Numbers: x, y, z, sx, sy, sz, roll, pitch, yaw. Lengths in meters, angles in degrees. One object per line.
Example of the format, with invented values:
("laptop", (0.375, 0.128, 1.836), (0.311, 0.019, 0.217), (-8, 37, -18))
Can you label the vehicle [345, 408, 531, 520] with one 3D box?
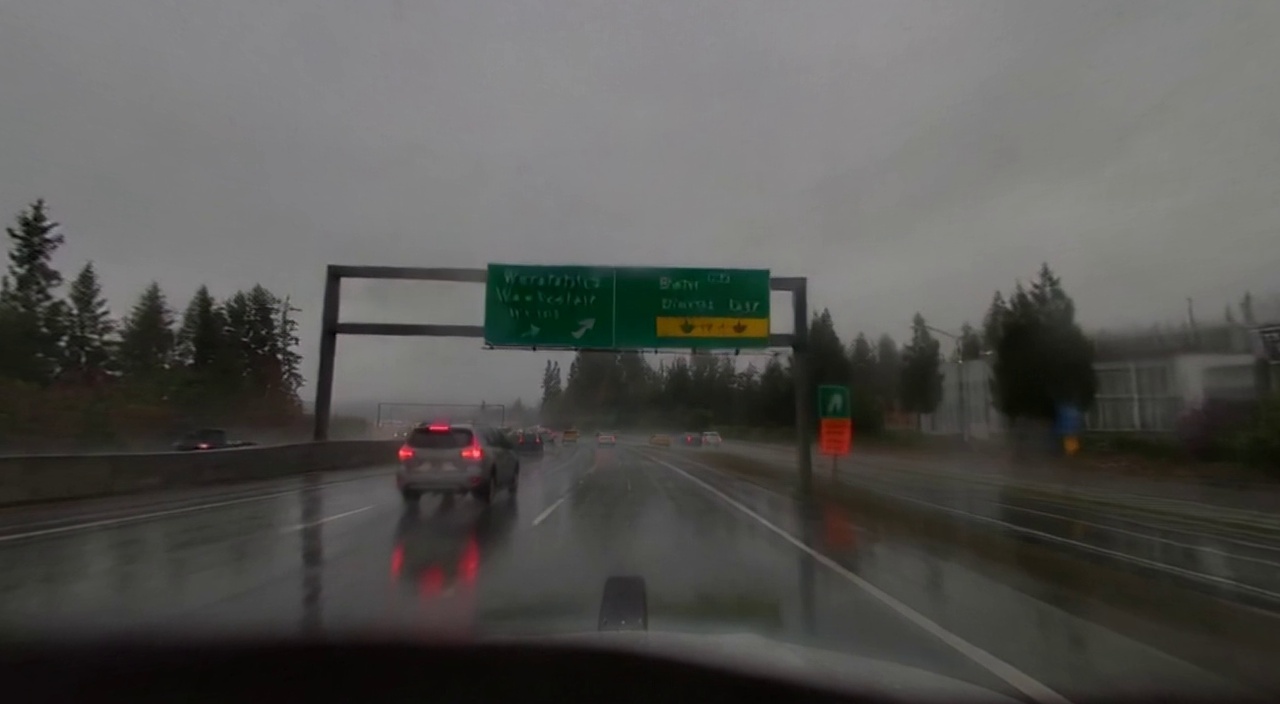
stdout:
("vehicle", (-3.730, 2.182, 12.763), (2.142, 1.789, 5.009), (0, -8, 0))

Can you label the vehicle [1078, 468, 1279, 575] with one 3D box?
("vehicle", (14.120, 3.989, 15.567), (2.179, 1.976, 5.545), (1, -8, -5))
